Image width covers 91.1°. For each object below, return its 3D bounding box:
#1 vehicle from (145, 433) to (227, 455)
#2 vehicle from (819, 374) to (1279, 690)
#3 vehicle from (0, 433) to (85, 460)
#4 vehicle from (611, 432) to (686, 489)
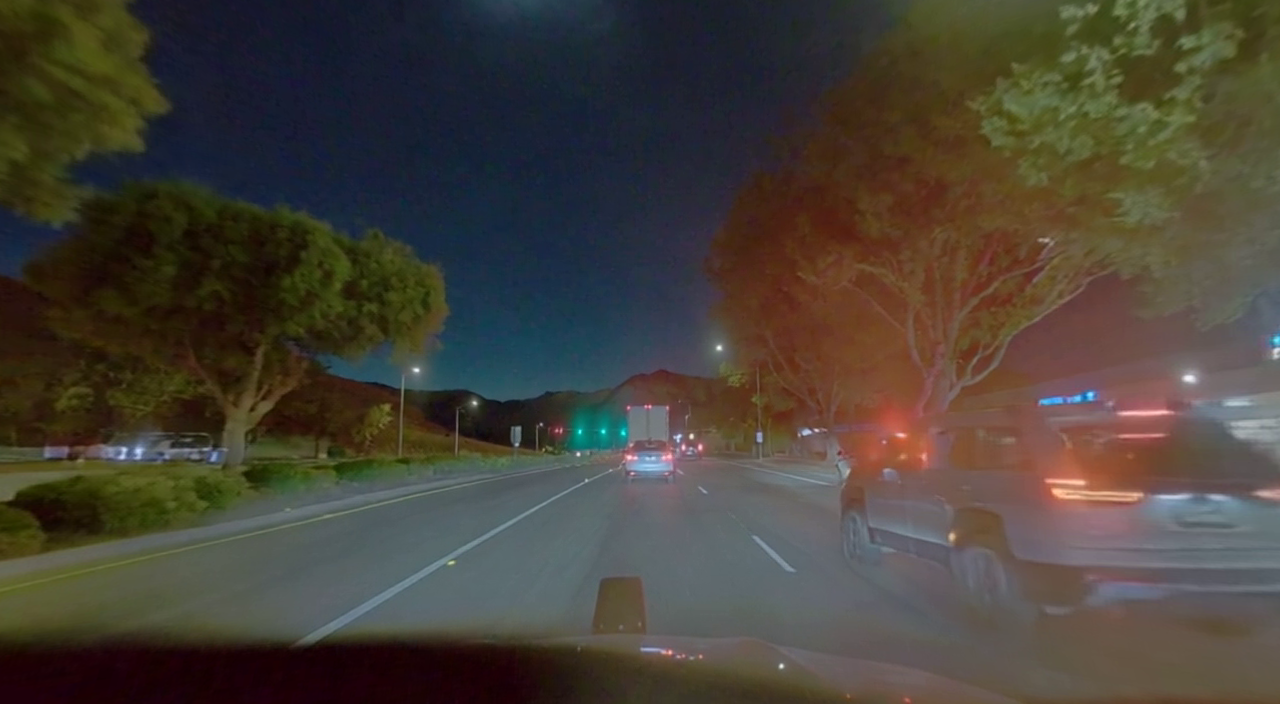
[{"bbox_3d":[-35.417,7.193,49.150,4.786,1.697,1.895,4,-9,-25],"label":"vehicle"},{"bbox_3d":[3.315,1.287,5.701,2.010,1.692,4.516,0,-8,0],"label":"vehicle"},{"bbox_3d":[-35.574,5.565,37.006,3.714,1.510,1.917,4,-9,-25],"label":"vehicle"},{"bbox_3d":[0.246,3.445,20.301,2.193,1.651,3.946,0,-8,0],"label":"vehicle"}]
